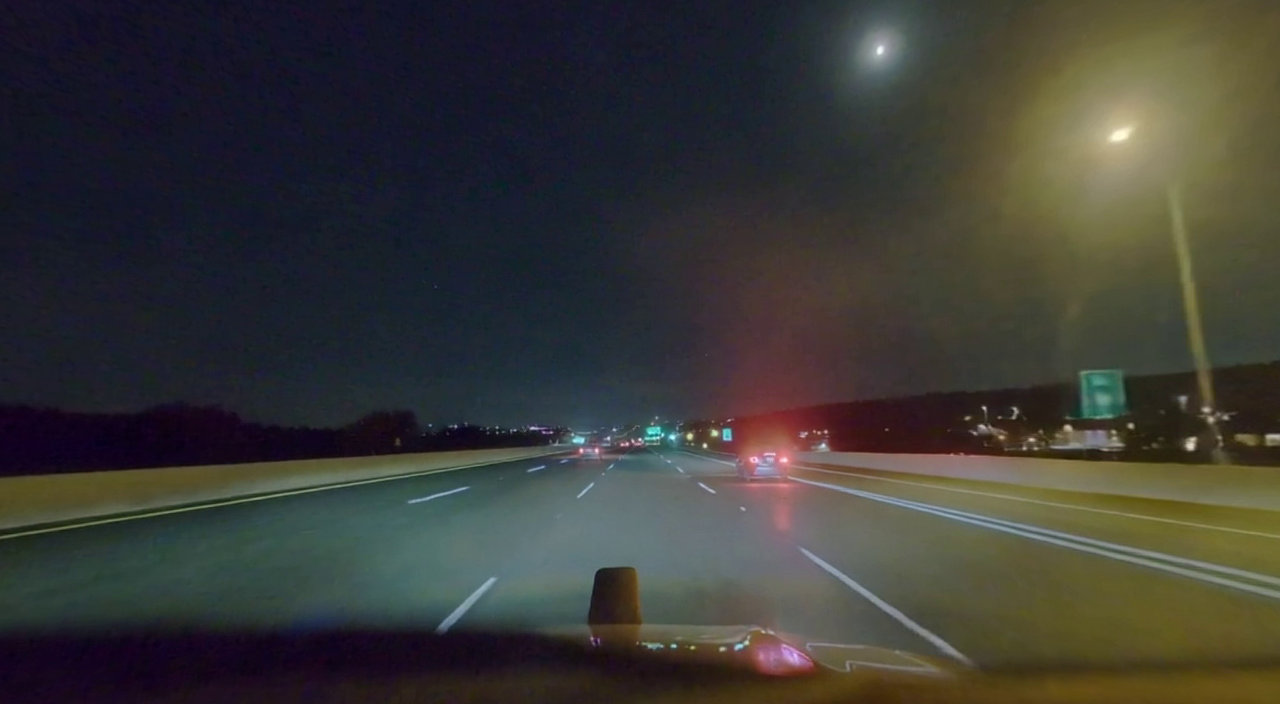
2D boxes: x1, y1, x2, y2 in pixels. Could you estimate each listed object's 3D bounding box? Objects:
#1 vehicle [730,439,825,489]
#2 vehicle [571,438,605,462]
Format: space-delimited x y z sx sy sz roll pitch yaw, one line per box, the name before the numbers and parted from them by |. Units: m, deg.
vehicle | 4.449 3.690 21.184 2.060 1.485 4.274 0 -9 -2
vehicle | -3.657 6.958 44.930 2.048 1.618 4.424 0 -9 0
